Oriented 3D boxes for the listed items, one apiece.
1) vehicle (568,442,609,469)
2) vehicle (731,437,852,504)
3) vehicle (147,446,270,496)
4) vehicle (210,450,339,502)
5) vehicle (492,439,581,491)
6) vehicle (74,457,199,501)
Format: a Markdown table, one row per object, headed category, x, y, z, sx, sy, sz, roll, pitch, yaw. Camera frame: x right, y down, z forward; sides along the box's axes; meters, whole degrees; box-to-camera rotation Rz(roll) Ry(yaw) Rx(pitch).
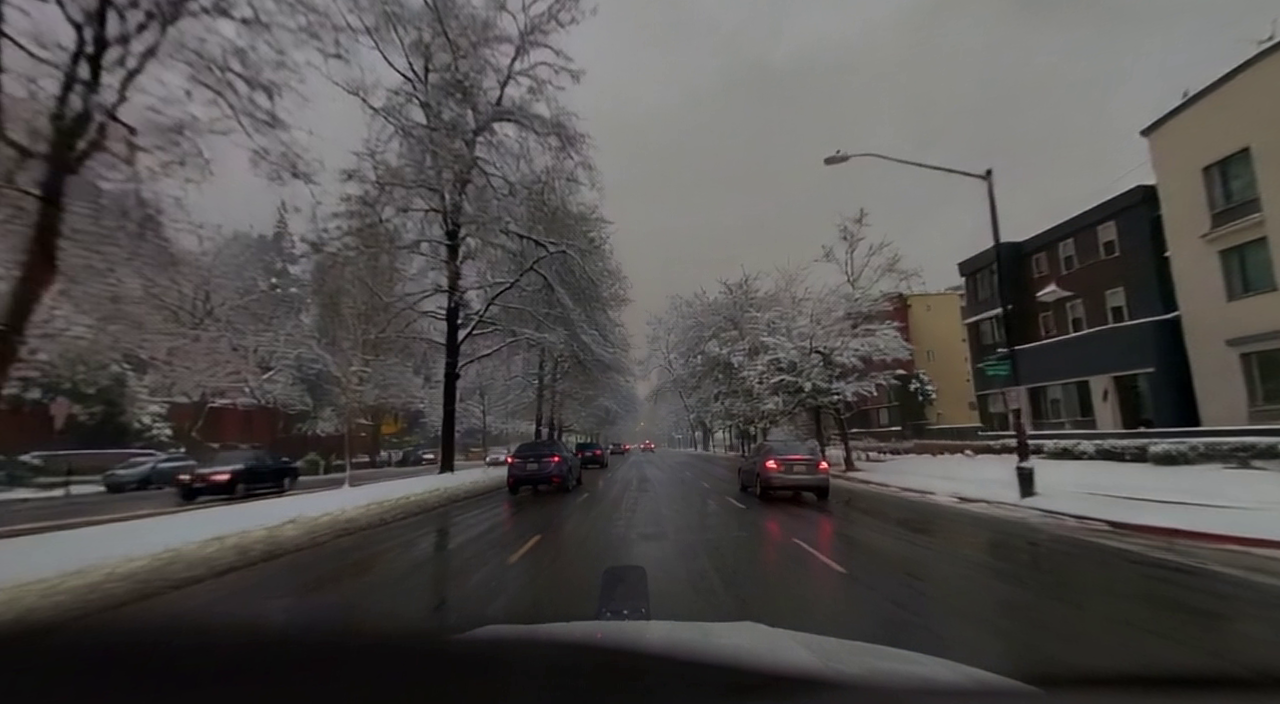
| category | x | y | z | sx | sy | sz | roll | pitch | yaw |
| --- | --- | --- | --- | --- | --- | --- | --- | --- | --- |
| vehicle | -3.026 | 6.196 | 37.779 | 1.988 | 1.497 | 4.404 | 0 | -8 | 2 |
| vehicle | 3.721 | 3.003 | 16.408 | 2.010 | 1.486 | 4.498 | 0 | -8 | 0 |
| vehicle | -18.920 | 5.177 | 27.964 | 2.032 | 1.989 | 4.727 | 0 | -8 | 1 |
| vehicle | -12.132 | 4.093 | 21.291 | 1.817 | 1.547 | 4.220 | 0 | -9 | 0 |
| vehicle | -3.200 | 3.604 | 20.417 | 2.053 | 1.480 | 4.381 | 0 | -8 | 1 |
| vehicle | -22.638 | 5.686 | 28.615 | 1.960 | 1.698 | 4.446 | 0 | -8 | 0 |
